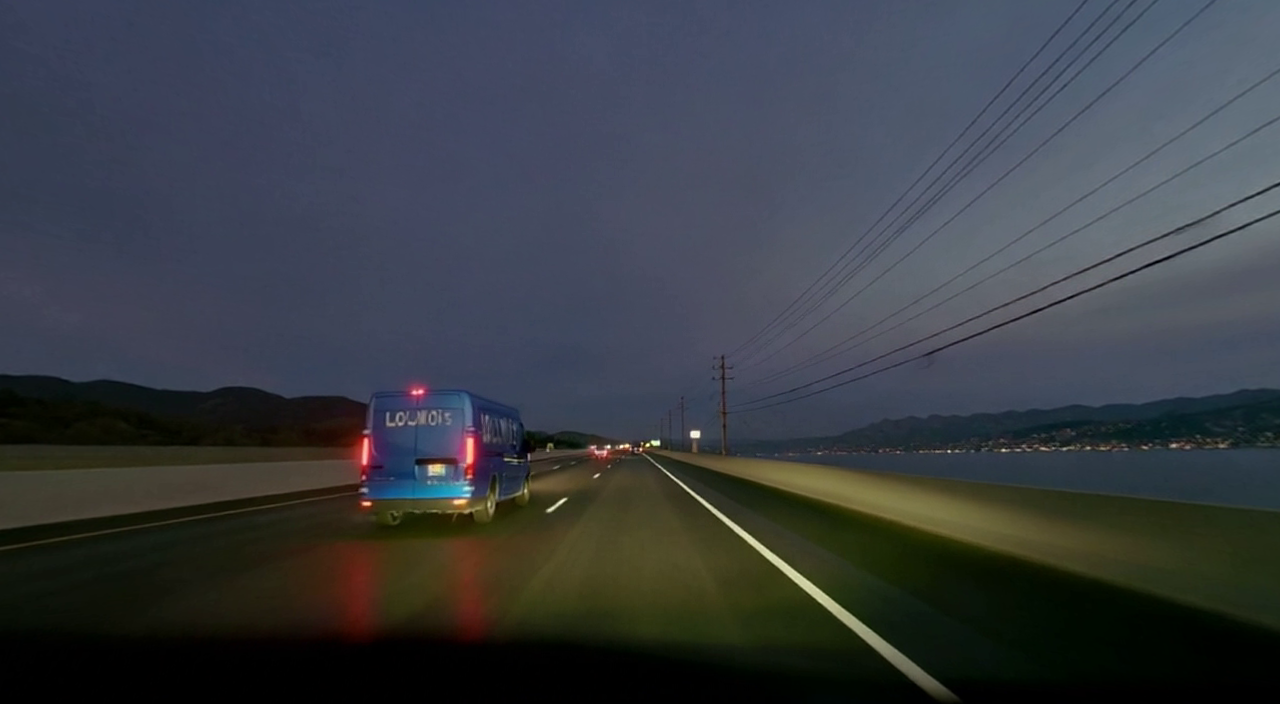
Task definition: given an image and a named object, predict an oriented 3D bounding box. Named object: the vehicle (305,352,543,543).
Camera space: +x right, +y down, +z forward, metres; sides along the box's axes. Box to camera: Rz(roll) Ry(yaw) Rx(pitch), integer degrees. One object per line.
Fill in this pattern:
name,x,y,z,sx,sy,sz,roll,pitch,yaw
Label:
vehicle,-3.634,1.853,12.530,2.331,2.757,6.581,0,-8,0
